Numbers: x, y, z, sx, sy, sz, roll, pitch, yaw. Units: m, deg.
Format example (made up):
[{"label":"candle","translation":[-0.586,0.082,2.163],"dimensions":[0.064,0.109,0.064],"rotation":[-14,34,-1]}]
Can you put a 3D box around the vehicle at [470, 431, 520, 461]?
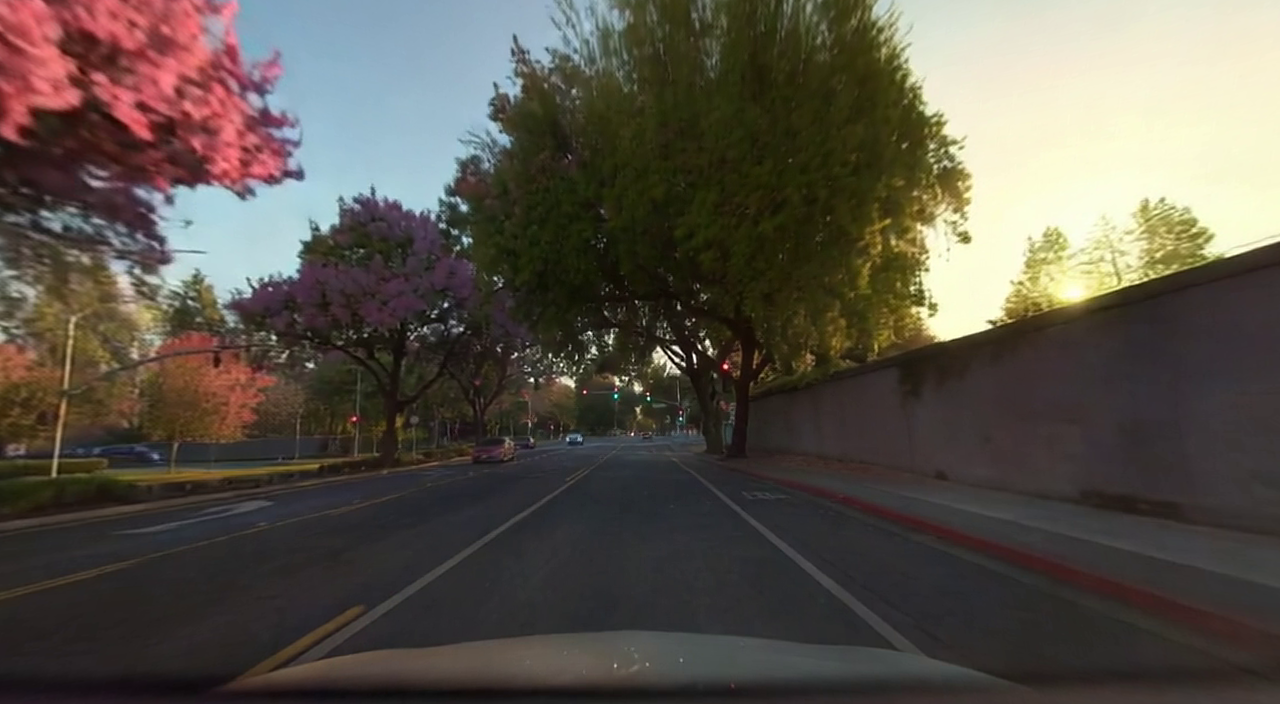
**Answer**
[{"label":"vehicle","translation":[-7.896,5.168,34.727],"dimensions":[1.783,1.501,4.307],"rotation":[0,-8,-1]}]
